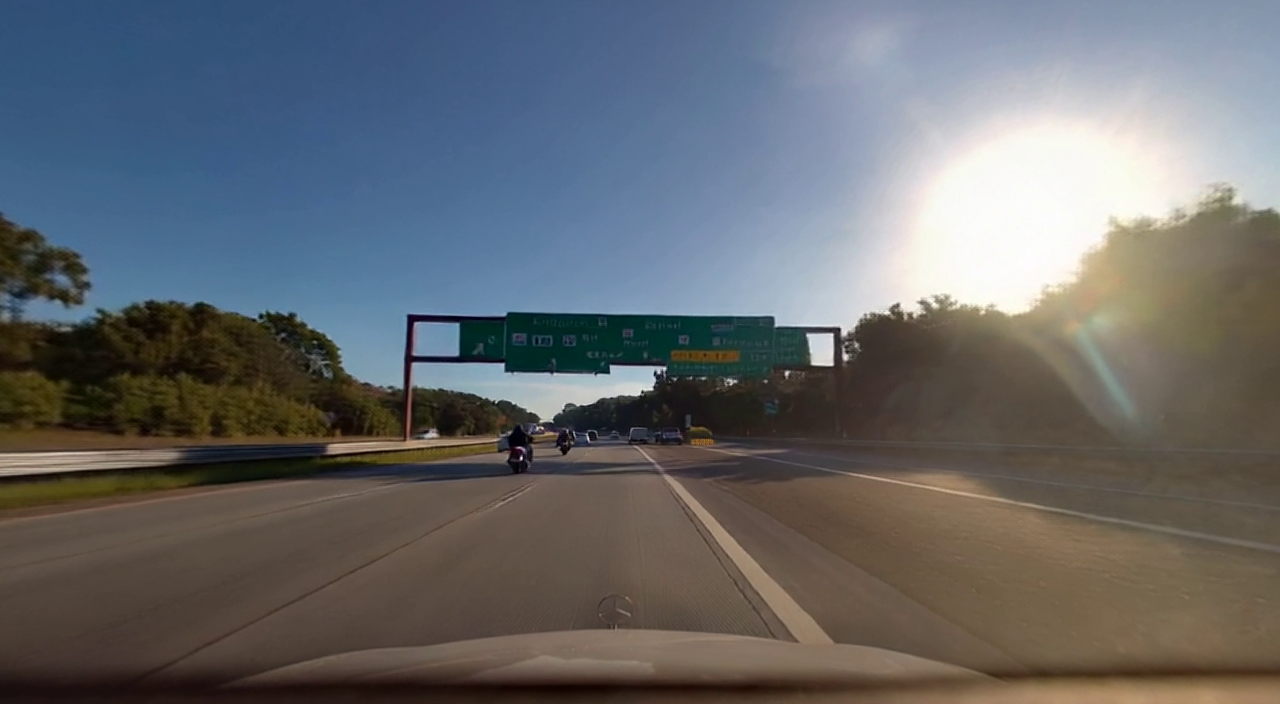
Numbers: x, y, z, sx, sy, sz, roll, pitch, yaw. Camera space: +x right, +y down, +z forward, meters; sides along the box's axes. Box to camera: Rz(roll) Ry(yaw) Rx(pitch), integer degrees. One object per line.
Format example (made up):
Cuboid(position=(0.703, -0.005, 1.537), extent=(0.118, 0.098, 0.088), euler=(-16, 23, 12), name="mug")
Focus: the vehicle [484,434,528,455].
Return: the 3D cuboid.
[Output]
Cuboid(position=(-9.291, 6.441, 43.999), extent=(2.053, 1.409, 4.704), euler=(0, -8, 0), name="vehicle")
